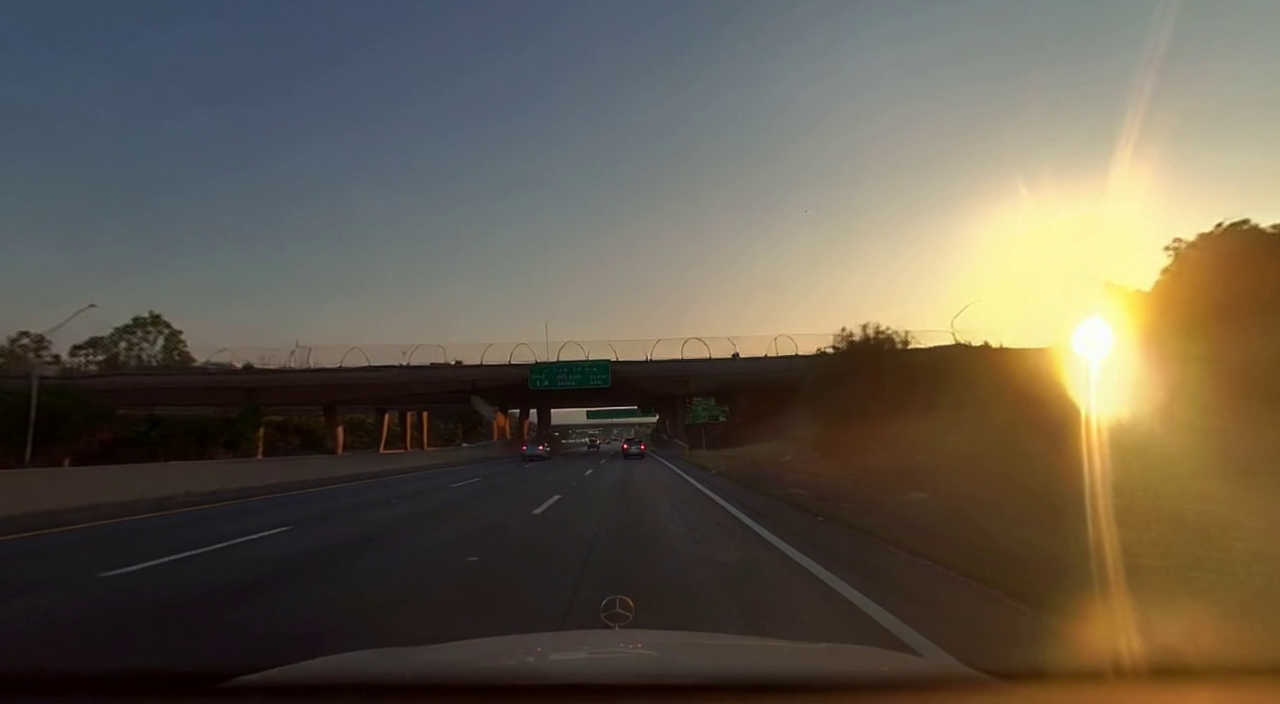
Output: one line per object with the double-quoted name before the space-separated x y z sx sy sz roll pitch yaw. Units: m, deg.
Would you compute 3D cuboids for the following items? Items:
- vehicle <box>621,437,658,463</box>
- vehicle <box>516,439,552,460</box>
"vehicle" -0.072 5.777 37.267 2.072 1.440 3.690 0 -8 -1
"vehicle" -8.023 7.457 48.121 1.939 1.504 4.727 0 -8 0
